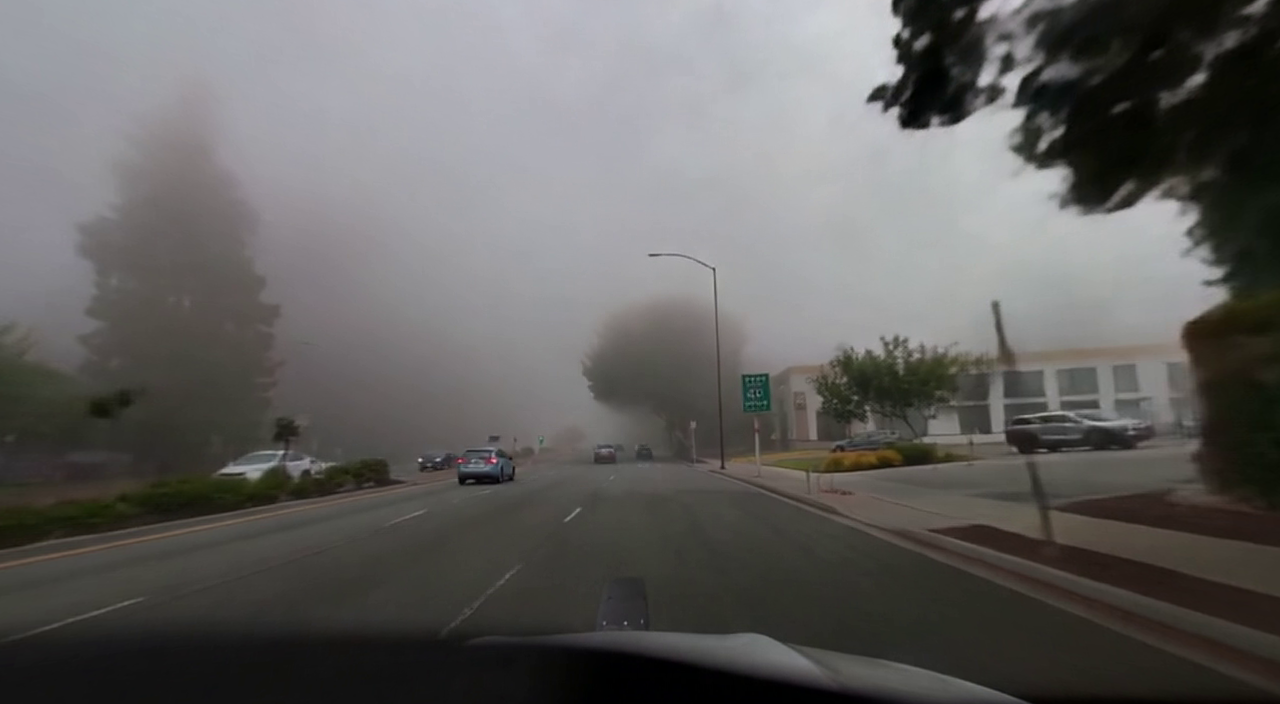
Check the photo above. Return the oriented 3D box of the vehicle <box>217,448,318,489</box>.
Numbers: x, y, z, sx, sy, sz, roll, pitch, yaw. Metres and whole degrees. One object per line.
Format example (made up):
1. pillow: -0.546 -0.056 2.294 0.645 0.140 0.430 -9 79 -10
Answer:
1. vehicle: -17.589 5.475 30.067 2.027 1.773 4.501 0 -9 0

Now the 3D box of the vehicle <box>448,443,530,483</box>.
1. vehicle: -5.813 4.319 24.873 2.072 1.427 4.328 0 -9 1

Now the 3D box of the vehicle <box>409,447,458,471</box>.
1. vehicle: -13.630 7.055 41.842 1.937 1.526 4.530 0 -9 -3
